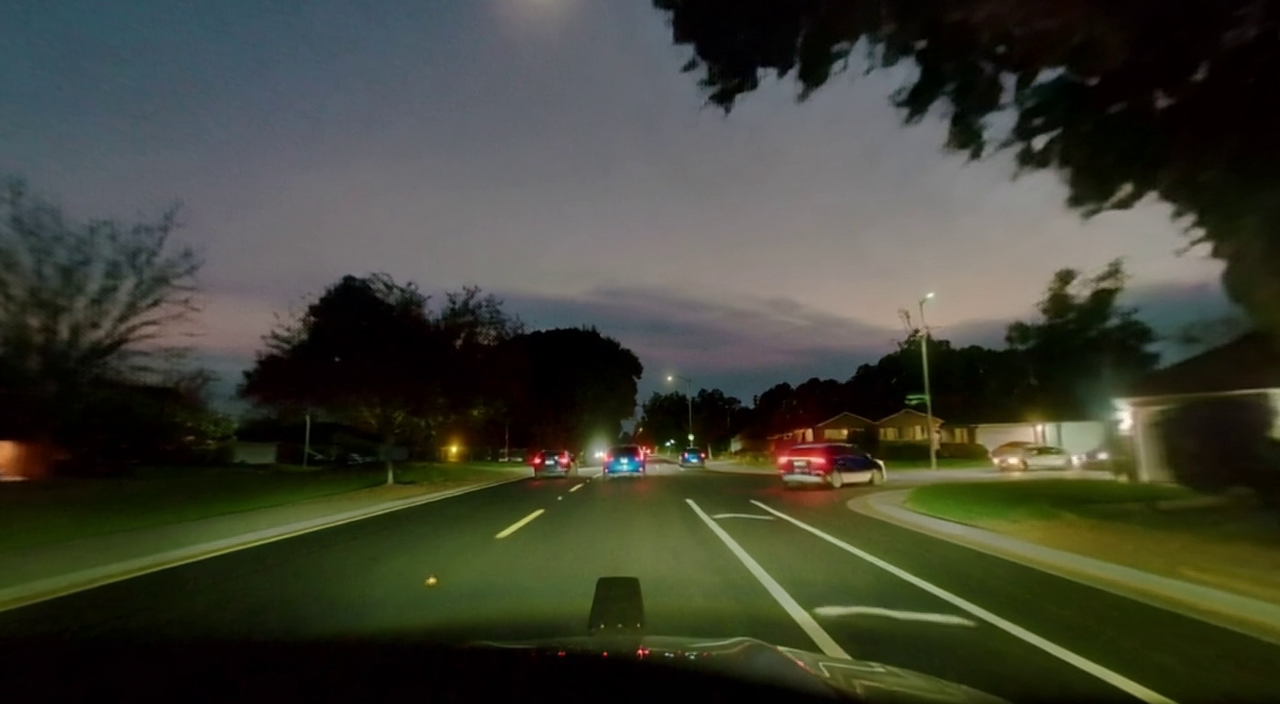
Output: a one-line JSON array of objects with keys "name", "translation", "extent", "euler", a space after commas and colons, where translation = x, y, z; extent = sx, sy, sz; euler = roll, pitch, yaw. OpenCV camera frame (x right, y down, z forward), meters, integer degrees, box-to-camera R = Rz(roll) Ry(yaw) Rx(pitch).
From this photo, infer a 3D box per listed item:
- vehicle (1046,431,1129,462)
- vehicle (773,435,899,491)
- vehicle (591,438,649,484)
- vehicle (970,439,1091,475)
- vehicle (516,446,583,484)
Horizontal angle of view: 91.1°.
[{"name": "vehicle", "translation": [26.575, 5.632, 37.433], "extent": [1.838, 1.770, 4.201], "euler": [0, -9, 1]}, {"name": "vehicle", "translation": [6.819, 3.739, 21.515], "extent": [2.192, 1.677, 4.820], "euler": [-8, -12, 42]}, {"name": "vehicle", "translation": [-0.725, 4.477, 26.032], "extent": [2.220, 1.742, 4.047], "euler": [0, -9, 1]}, {"name": "vehicle", "translation": [18.990, 5.136, 30.684], "extent": [4.532, 1.674, 2.051], "euler": [0, -9, -2]}, {"name": "vehicle", "translation": [-3.648, 4.636, 26.181], "extent": [2.032, 1.433, 4.458], "euler": [0, -9, 1]}]
